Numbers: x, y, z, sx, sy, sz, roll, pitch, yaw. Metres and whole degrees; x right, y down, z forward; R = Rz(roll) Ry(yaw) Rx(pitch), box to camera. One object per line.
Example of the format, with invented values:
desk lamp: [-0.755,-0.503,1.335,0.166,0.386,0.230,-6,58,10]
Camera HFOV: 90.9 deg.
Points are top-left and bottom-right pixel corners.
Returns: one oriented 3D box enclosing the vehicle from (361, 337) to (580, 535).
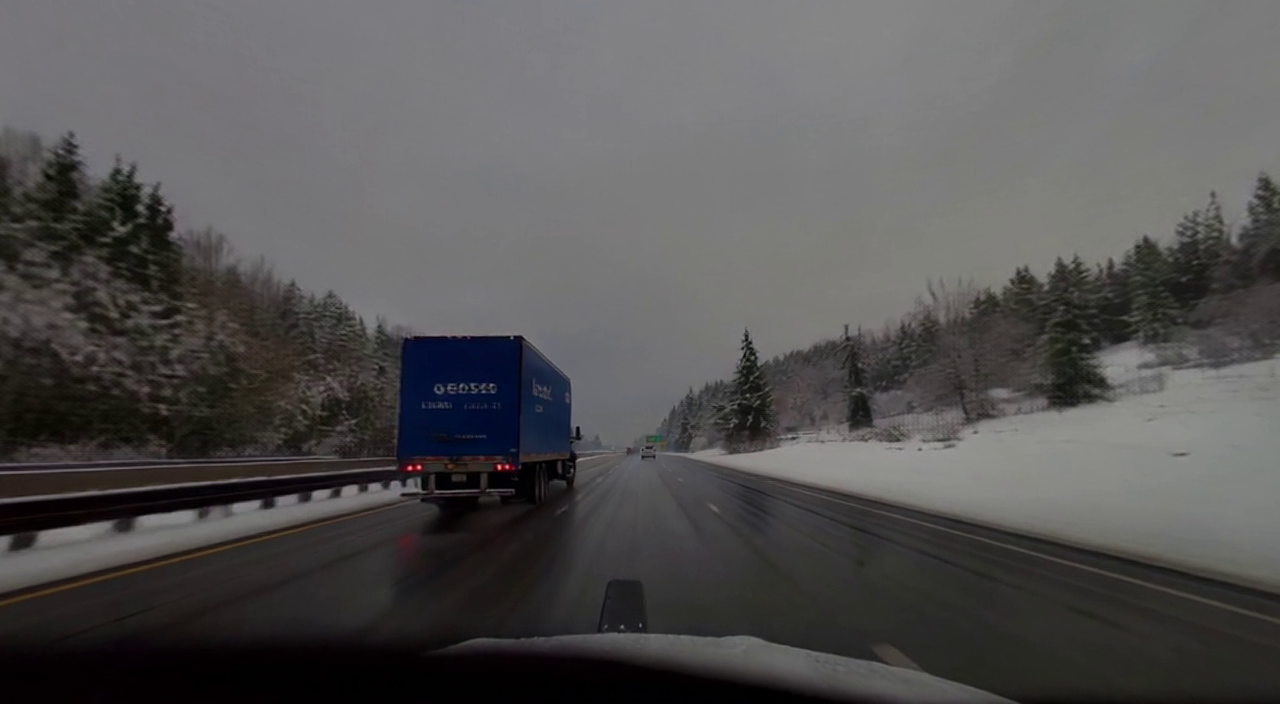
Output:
vehicle: [-2.999,1.829,13.491,2.695,3.151,6.885,0,-9,0]
